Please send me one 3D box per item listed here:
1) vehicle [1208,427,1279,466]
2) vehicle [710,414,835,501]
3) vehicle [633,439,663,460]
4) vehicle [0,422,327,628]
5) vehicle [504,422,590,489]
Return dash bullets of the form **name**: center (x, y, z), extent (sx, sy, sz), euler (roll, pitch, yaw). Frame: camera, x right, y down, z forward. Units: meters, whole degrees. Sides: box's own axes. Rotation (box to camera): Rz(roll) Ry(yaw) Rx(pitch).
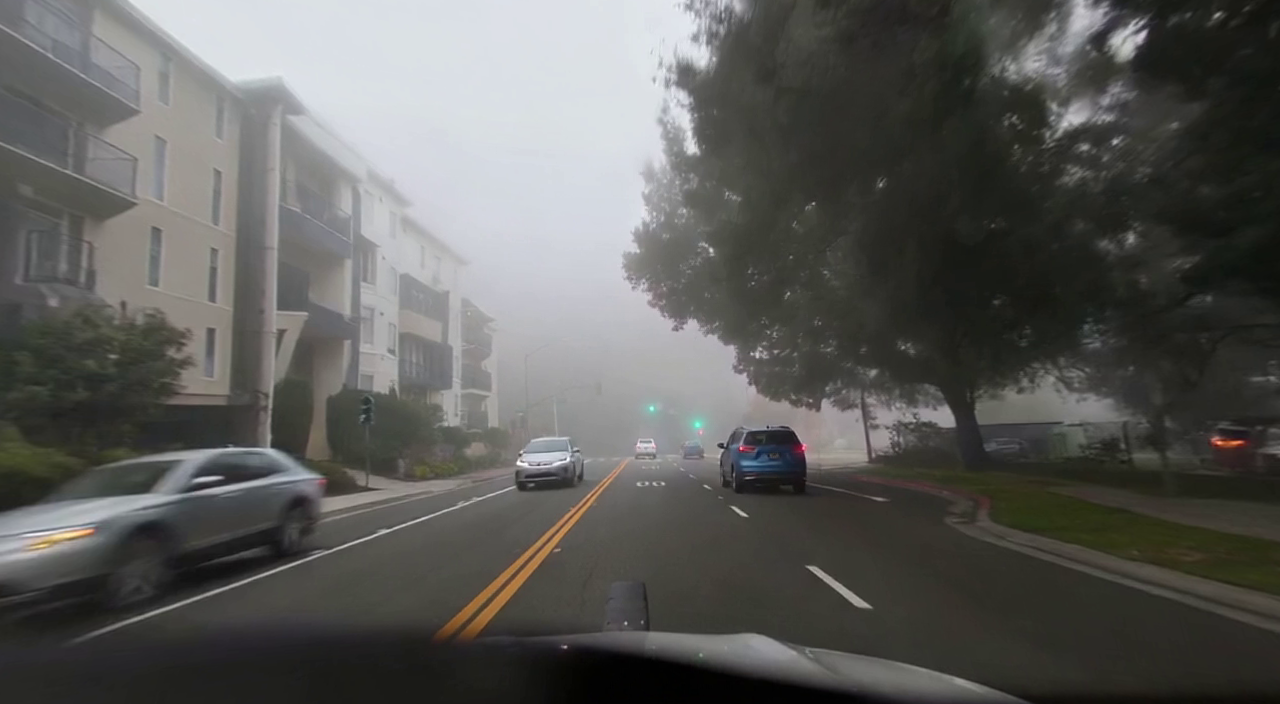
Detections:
- **vehicle**: center (27.671, 4.045, 27.256), extent (4.251, 1.597, 2.132), euler (-8, -10, 35)
- **vehicle**: center (3.161, 2.666, 16.255), extent (2.130, 1.863, 4.844), euler (0, -8, 0)
- **vehicle**: center (0.561, 7.090, 45.848), extent (2.097, 1.463, 4.043), euler (0, -8, 0)
- **vehicle**: center (-6.069, 1.868, 7.846), extent (2.143, 1.819, 4.292), euler (0, -8, -1)
- **vehicle**: center (-2.932, 3.428, 21.139), extent (2.110, 1.936, 5.020), euler (0, -8, 0)
